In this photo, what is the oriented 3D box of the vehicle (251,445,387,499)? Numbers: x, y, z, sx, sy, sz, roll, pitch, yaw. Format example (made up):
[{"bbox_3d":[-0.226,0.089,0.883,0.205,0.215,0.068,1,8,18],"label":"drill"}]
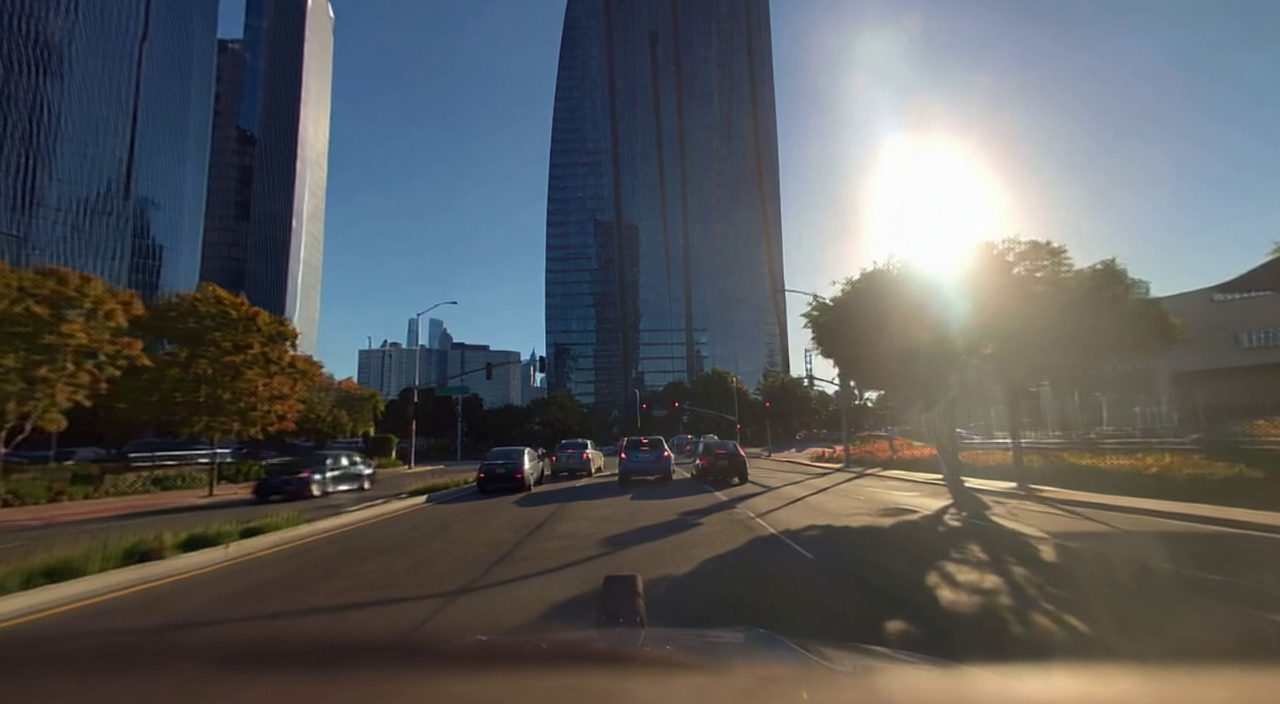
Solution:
[{"bbox_3d":[-10.408,3.900,20.900,1.967,1.552,4.536,-1,-9,3],"label":"vehicle"}]

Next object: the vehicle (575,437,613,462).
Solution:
[{"bbox_3d":[-2.999,6.469,41.850,2.103,1.569,3.861,0,-9,2],"label":"vehicle"}]

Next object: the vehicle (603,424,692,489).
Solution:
[{"bbox_3d":[0.221,3.419,20.845,2.601,1.878,4.535,0,-9,0],"label":"vehicle"}]
